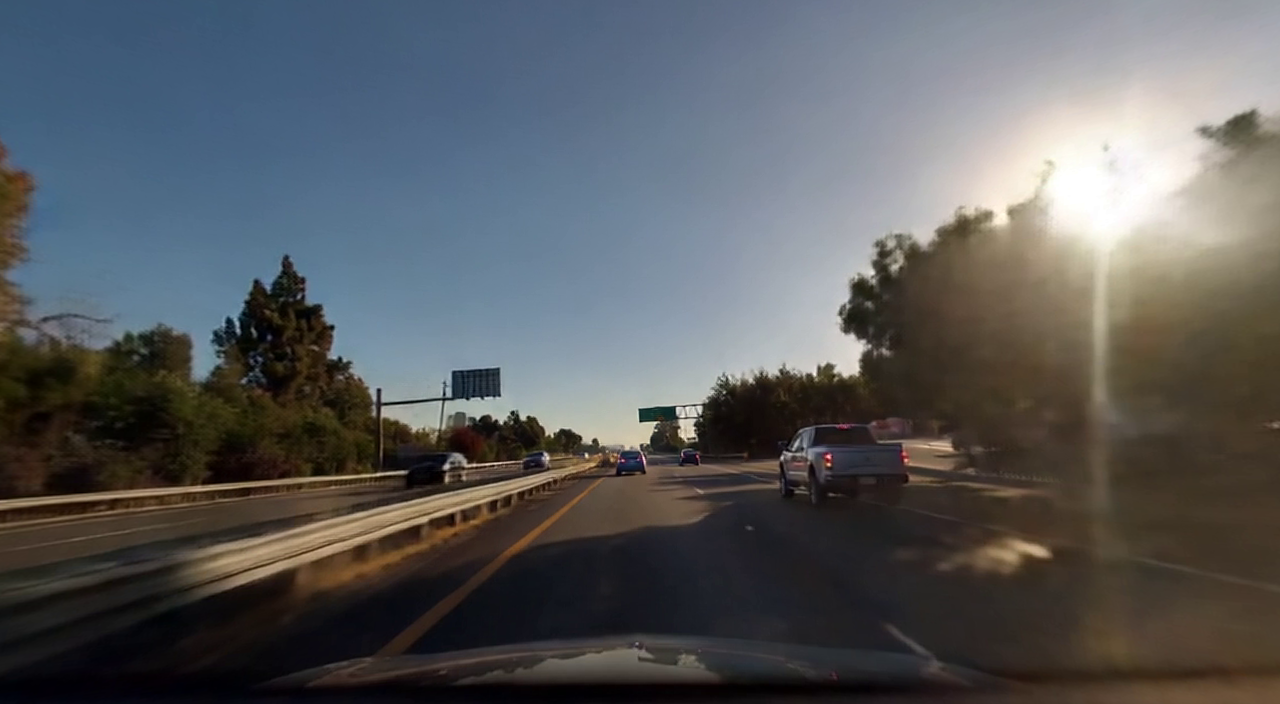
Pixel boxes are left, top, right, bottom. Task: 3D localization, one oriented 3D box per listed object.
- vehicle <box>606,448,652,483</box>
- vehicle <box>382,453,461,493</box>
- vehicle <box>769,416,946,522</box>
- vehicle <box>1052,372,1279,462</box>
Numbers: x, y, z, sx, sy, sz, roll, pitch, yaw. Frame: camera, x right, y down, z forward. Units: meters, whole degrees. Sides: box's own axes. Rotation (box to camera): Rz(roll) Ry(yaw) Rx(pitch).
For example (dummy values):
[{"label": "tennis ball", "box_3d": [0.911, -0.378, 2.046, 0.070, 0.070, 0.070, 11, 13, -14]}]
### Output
[{"label": "vehicle", "box_3d": [-0.467, 5.309, 29.602, 2.029, 1.483, 3.769, 0, -9, 1]}, {"label": "vehicle", "box_3d": [-9.489, 5.248, 27.549, 1.877, 1.597, 4.092, -1, -9, 2]}, {"label": "vehicle", "box_3d": [4.590, 2.574, 14.236, 2.261, 1.952, 4.784, 0, -9, 0]}, {"label": "vehicle", "box_3d": [28.664, 3.959, 34.805, 2.909, 3.998, 13.523, -1, -9, 3]}]
